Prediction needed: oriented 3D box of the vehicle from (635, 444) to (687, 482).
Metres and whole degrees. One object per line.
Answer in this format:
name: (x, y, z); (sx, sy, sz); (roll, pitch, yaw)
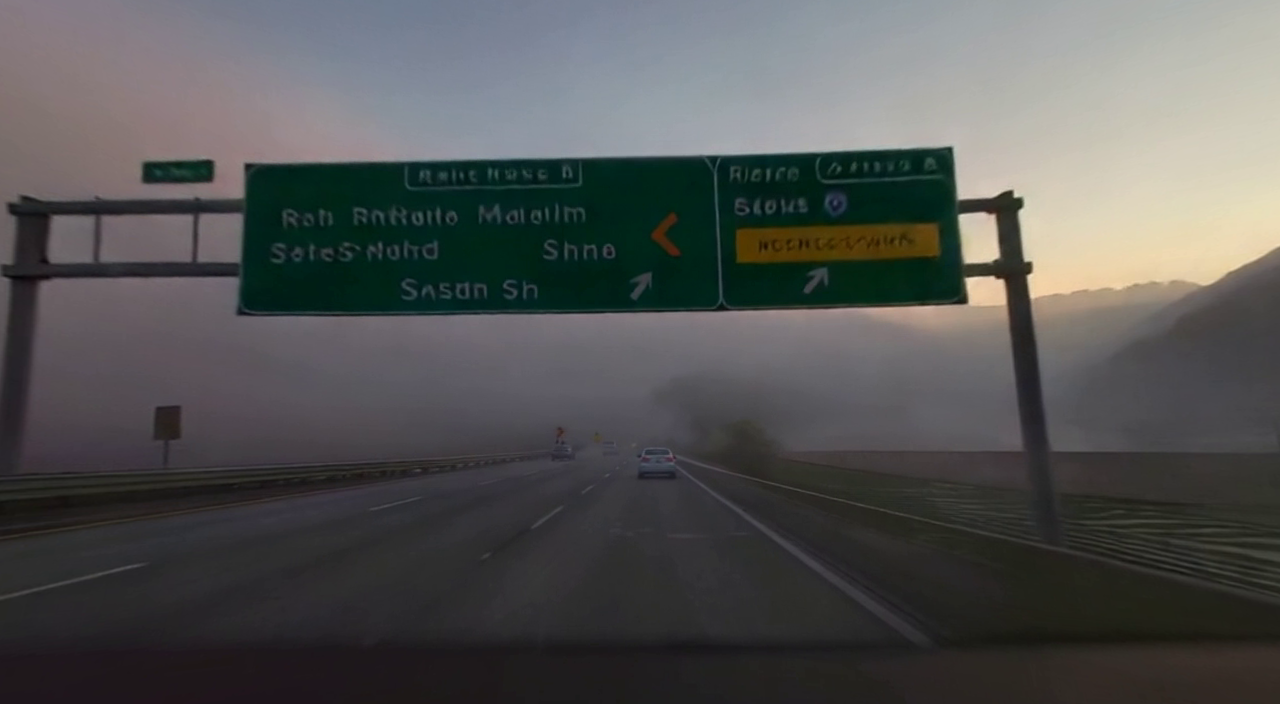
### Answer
vehicle: (0.857, 4.637, 26.559); (2.019, 1.475, 4.301); (0, -9, 1)
